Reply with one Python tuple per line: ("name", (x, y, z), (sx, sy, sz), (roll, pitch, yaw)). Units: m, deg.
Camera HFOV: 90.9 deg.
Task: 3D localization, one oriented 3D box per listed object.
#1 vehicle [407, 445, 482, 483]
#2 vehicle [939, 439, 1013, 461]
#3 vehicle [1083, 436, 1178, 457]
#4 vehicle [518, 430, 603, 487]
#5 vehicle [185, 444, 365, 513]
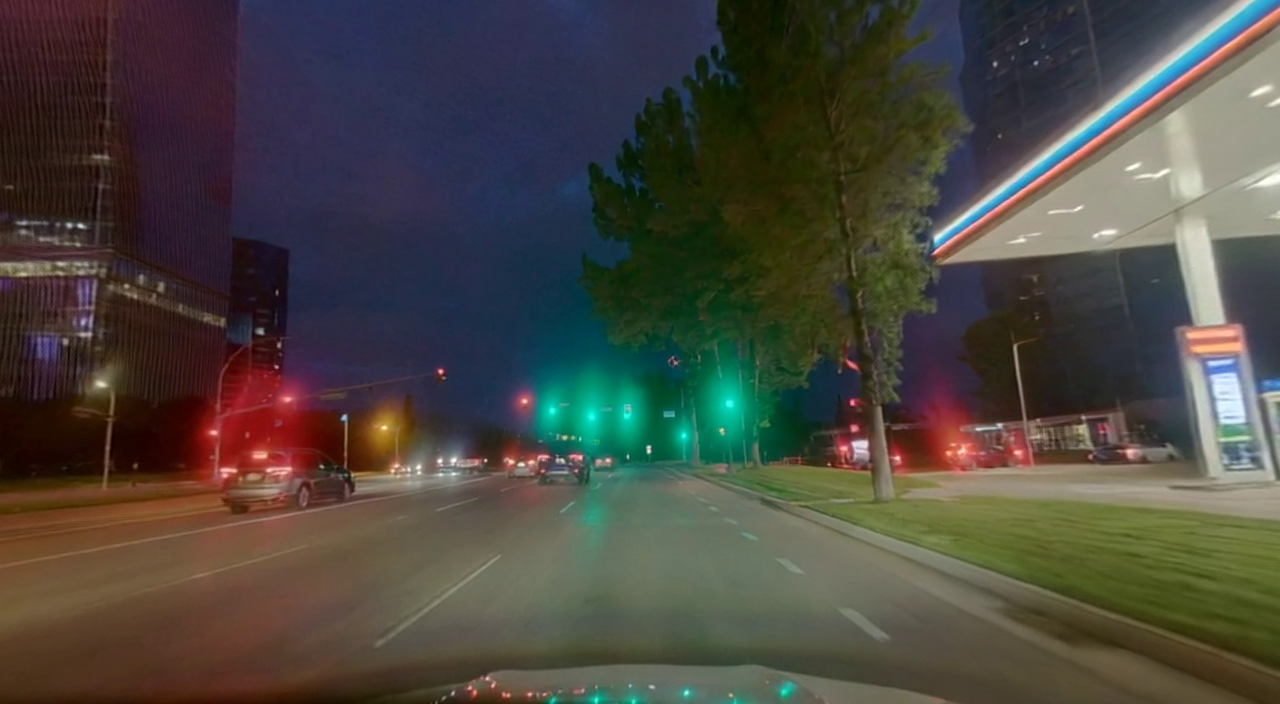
("vehicle", (-9.102, 5.229, 29.809), (2.068, 1.659, 4.509), (0, -8, 1))
("vehicle", (25.658, 7.485, 48.298), (4.700, 1.579, 1.823), (-4, -9, 19))
("vehicle", (34.983, 6.751, 45.102), (4.849, 1.399, 2.057), (-1, -9, 17))
("vehicle", (-3.169, 4.460, 26.729), (2.602, 2.091, 6.347), (-1, -8, 2))
("vehicle", (-9.431, 3.264, 16.885), (1.965, 1.541, 4.718), (0, -8, 1))
